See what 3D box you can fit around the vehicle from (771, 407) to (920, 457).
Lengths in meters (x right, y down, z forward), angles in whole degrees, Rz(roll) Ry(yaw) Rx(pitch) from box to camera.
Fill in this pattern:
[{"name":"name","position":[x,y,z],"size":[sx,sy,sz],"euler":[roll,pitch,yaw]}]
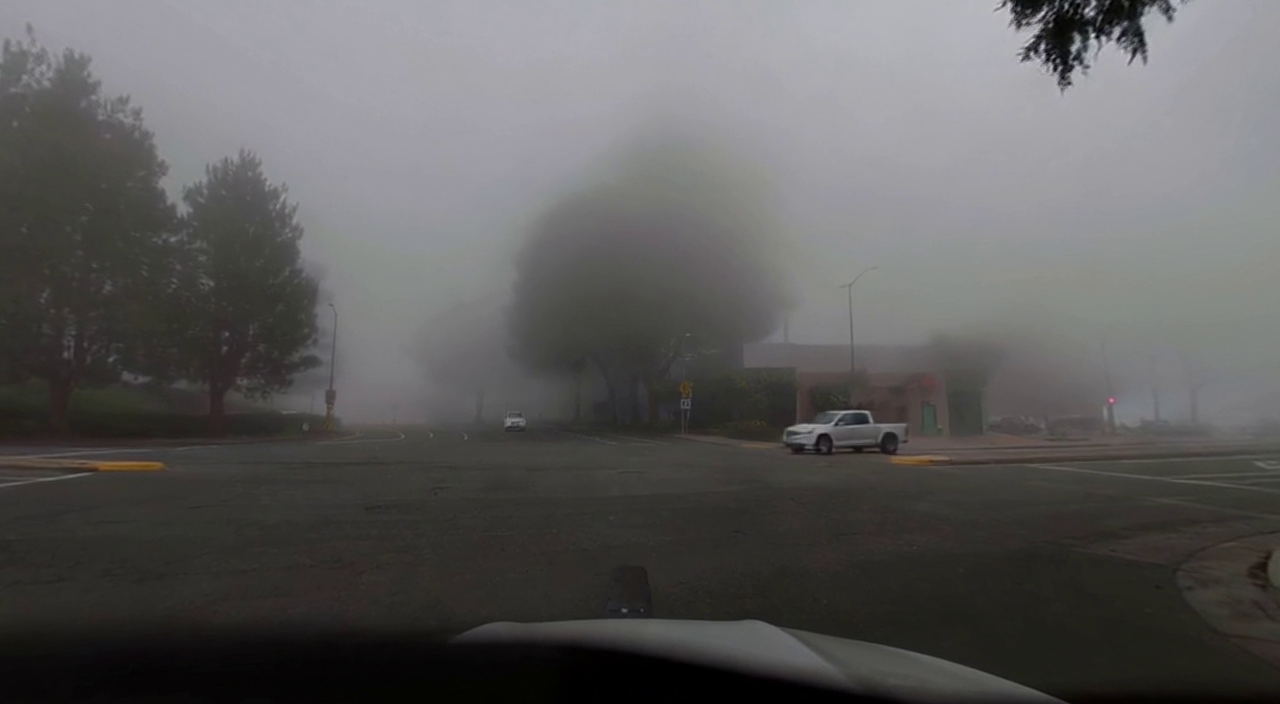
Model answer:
[{"name":"vehicle","position":[8.079,3.191,24.788],"size":[5.333,1.837,2.124],"euler":[3,-9,-20]}]
